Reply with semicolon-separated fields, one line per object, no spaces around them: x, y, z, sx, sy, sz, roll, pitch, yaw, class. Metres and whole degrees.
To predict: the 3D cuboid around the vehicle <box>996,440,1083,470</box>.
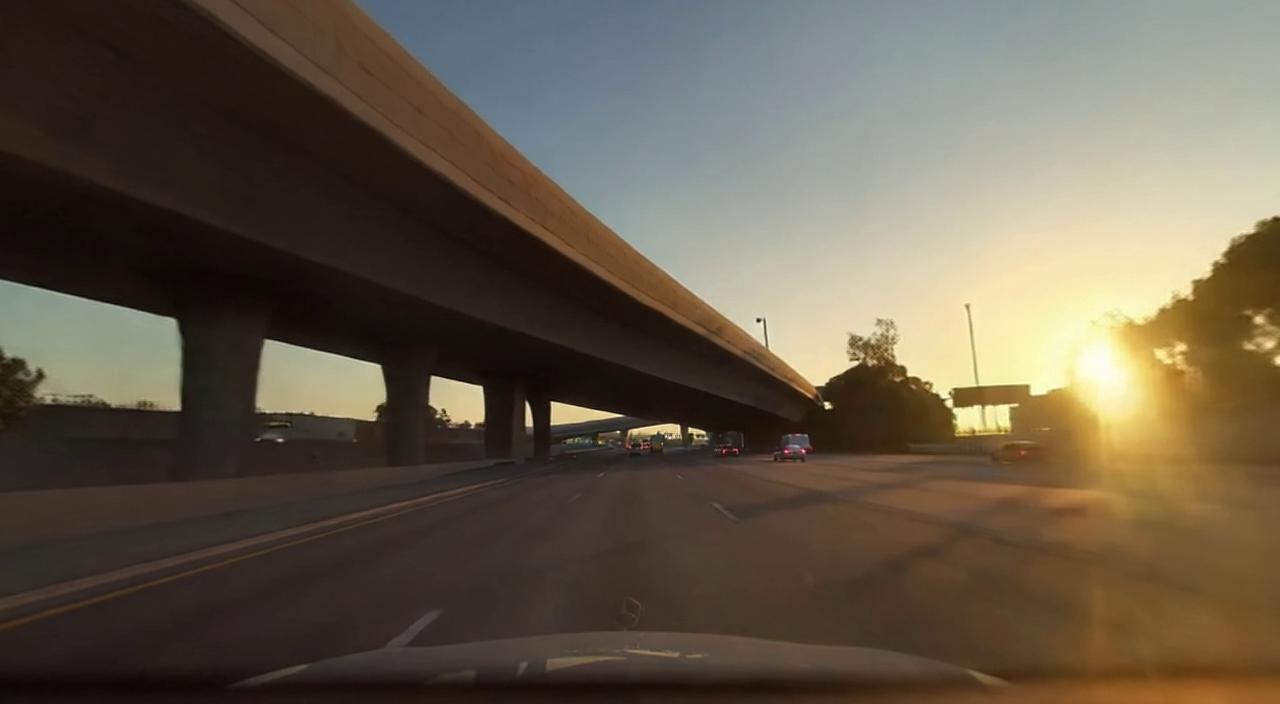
26.388;6.819;41.855;2.074;1.881;5.056;1;-8;-5;vehicle

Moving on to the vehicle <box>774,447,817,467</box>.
12.126;8.174;49.341;2.017;1.478;4.364;0;-8;-3;vehicle
